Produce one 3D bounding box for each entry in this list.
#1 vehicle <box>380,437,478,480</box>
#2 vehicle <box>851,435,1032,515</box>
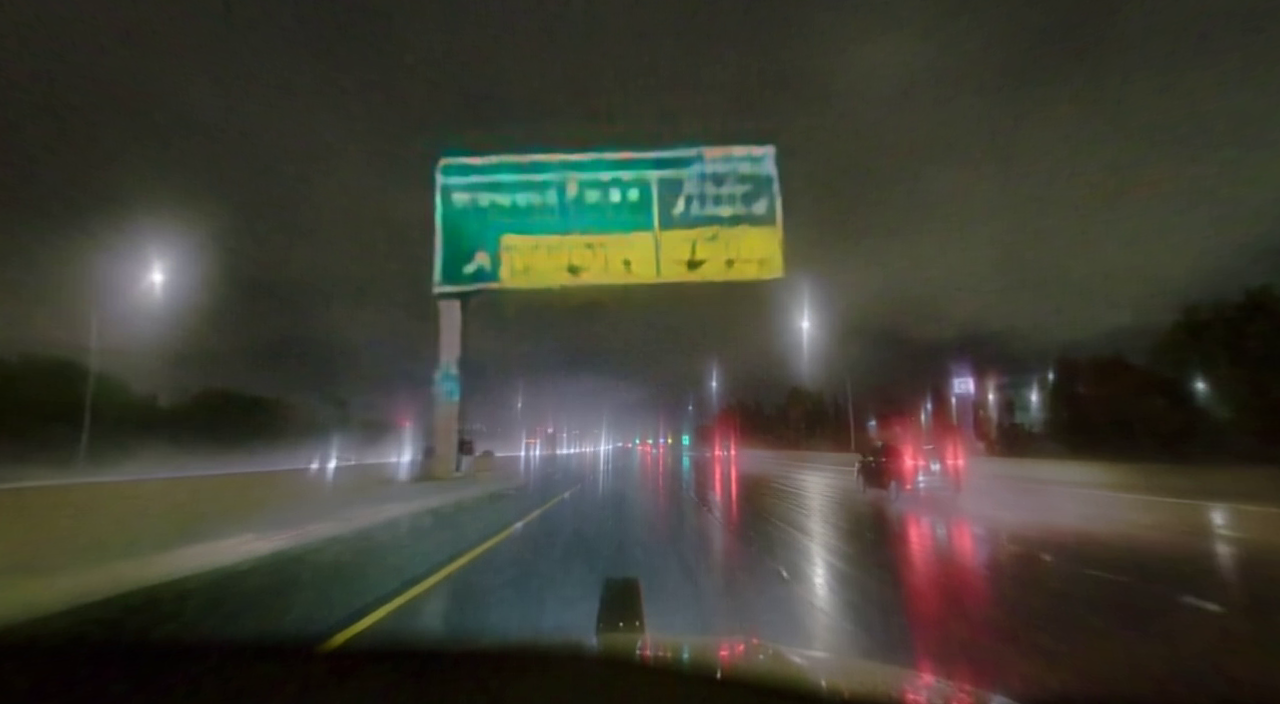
[{"bbox_3d":[-10.067,5.138,30.876,2.604,1.870,6.191,0,-9,0],"label":"vehicle"},{"bbox_3d":[6.760,2.789,14.904,1.901,1.548,4.684,0,-9,-1],"label":"vehicle"}]
